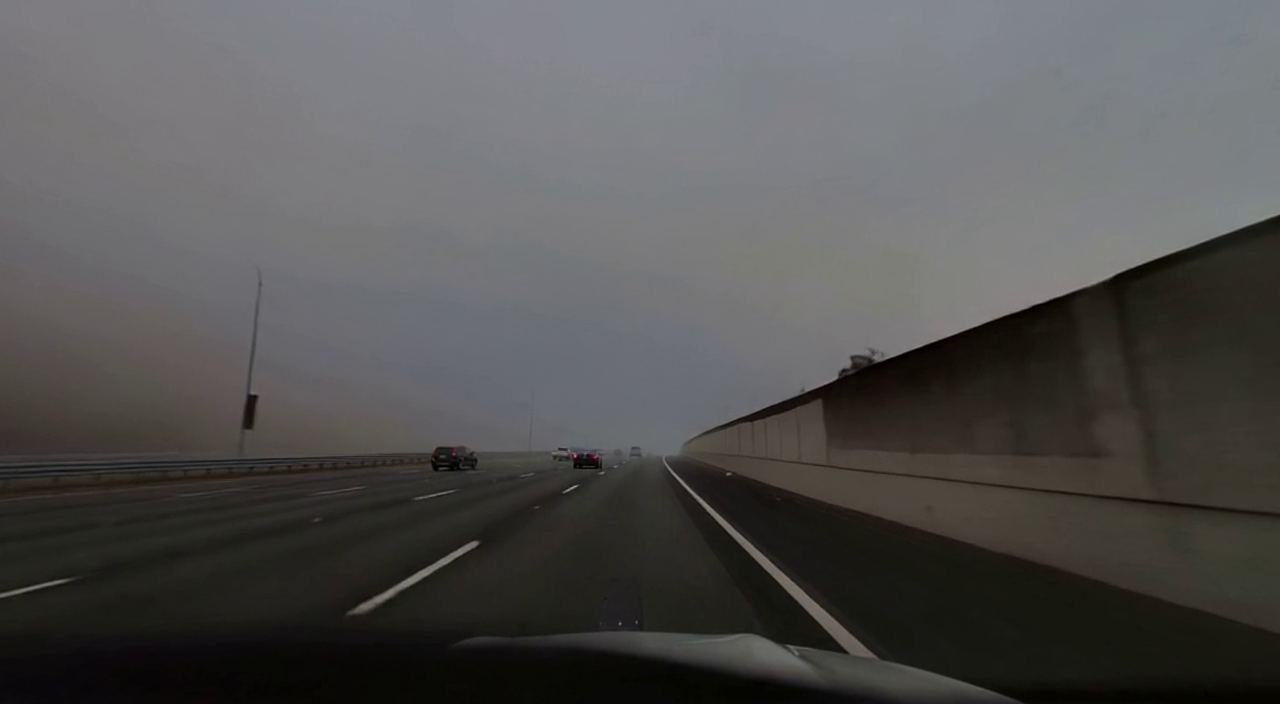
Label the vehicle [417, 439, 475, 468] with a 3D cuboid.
[{"bbox_3d":[-12.667,6.672,41.568,2.076,1.766,4.831,0,-8,2],"label":"vehicle"}]

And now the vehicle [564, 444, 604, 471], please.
[{"bbox_3d":[-3.300,6.326,38.131,1.931,1.492,4.076,0,-8,2],"label":"vehicle"}]
